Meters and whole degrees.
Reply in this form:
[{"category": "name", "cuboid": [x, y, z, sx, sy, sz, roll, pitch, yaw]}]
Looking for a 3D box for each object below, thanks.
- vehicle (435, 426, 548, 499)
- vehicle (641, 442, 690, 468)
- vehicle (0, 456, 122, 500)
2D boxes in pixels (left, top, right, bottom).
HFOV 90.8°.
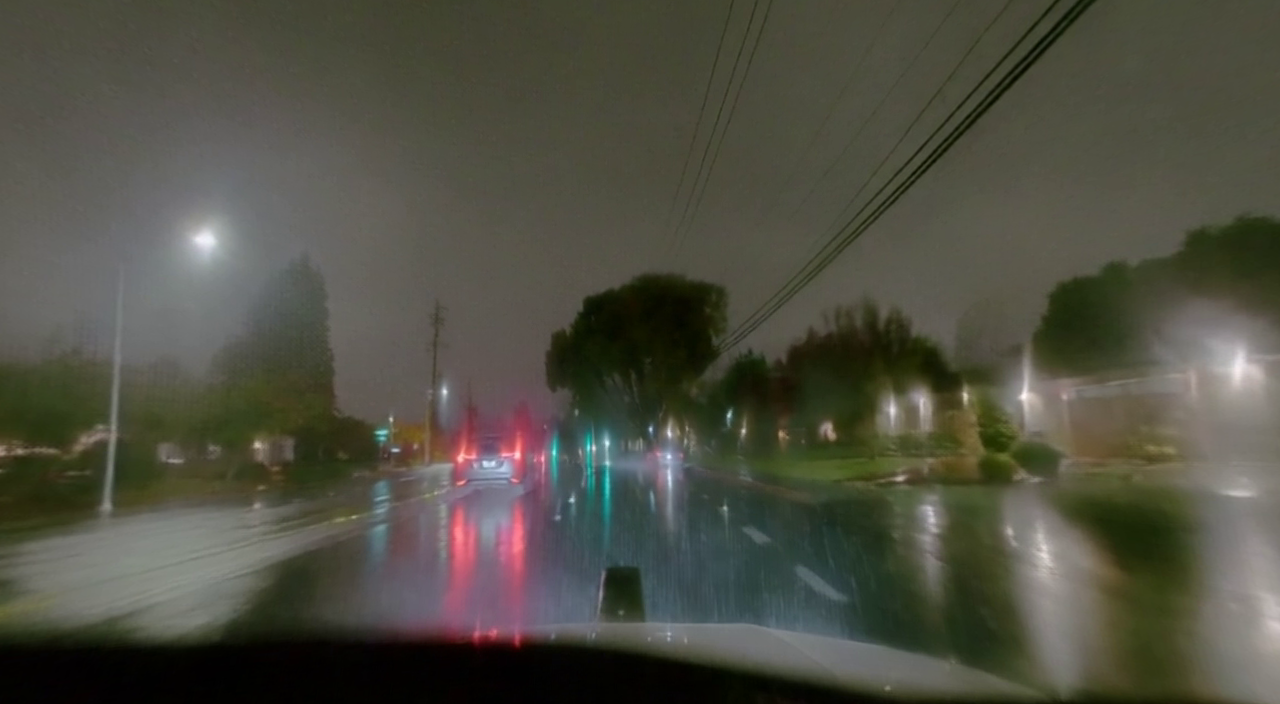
[{"category": "vehicle", "cuboid": [-3.976, 3.040, 17.819, 2.175, 1.772, 4.442, 0, -8, -1]}, {"category": "vehicle", "cuboid": [1.435, 6.135, 37.815, 1.928, 1.447, 4.386, 2, -9, -12]}, {"category": "vehicle", "cuboid": [-21.956, 4.540, 22.930, 4.525, 1.455, 1.821, 1, -8, -5]}]
